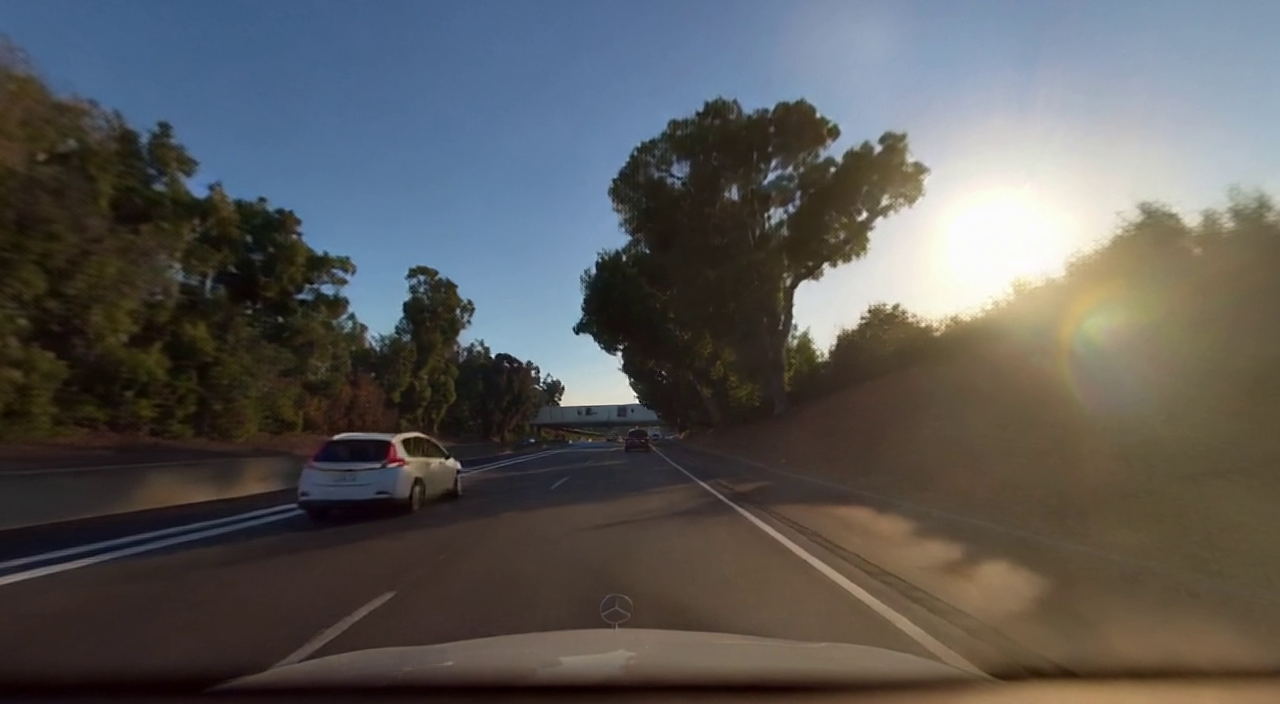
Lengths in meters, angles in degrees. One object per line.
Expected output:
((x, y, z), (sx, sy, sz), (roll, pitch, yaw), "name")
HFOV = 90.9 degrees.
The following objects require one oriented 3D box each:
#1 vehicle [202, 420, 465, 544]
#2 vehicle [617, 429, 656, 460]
((-4.291, 1.858, 9.729), (2.030, 1.491, 4.046), (0, -8, 0), "vehicle")
((-0.217, 5.322, 36.420), (2.134, 1.654, 4.174), (0, -8, -1), "vehicle")
